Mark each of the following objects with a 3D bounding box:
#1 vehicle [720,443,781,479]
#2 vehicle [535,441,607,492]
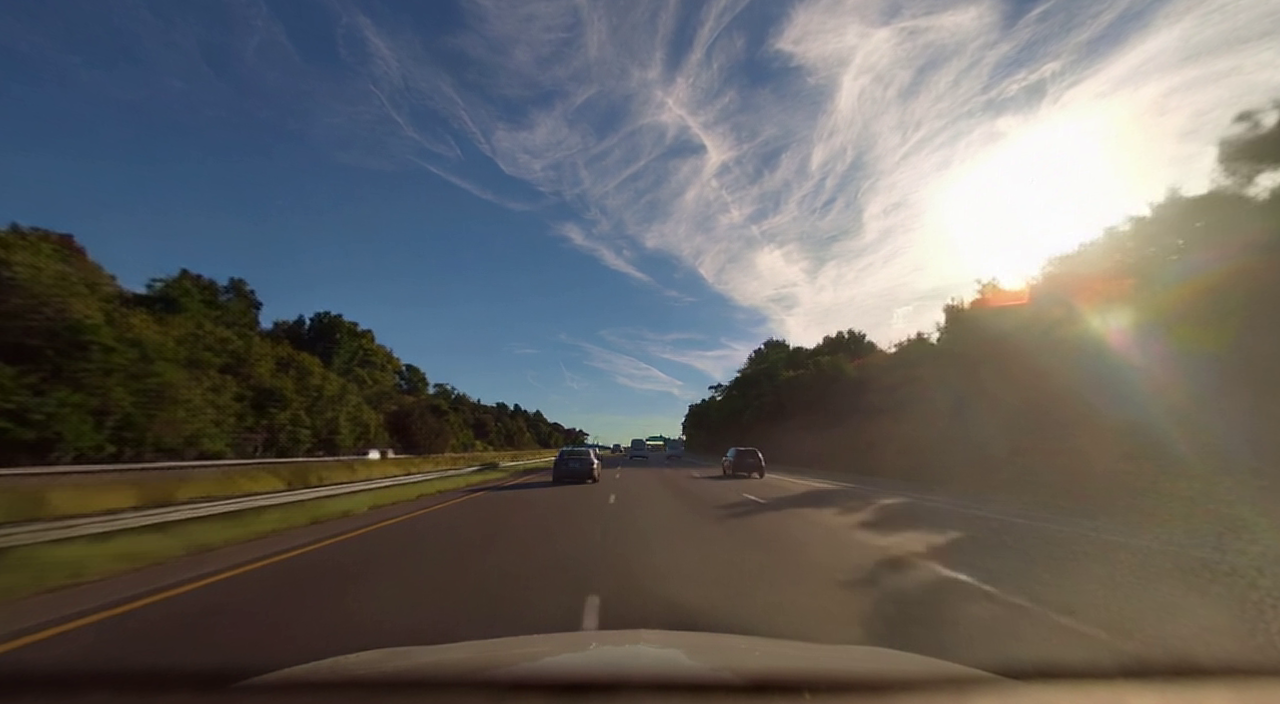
[{"bbox_3d":[4.914,4.881,28.418,1.926,1.483,3.528,0,-9,-3],"label":"vehicle"},{"bbox_3d":[-2.183,3.779,21.129,2.053,1.483,4.185,0,-9,-2],"label":"vehicle"}]
